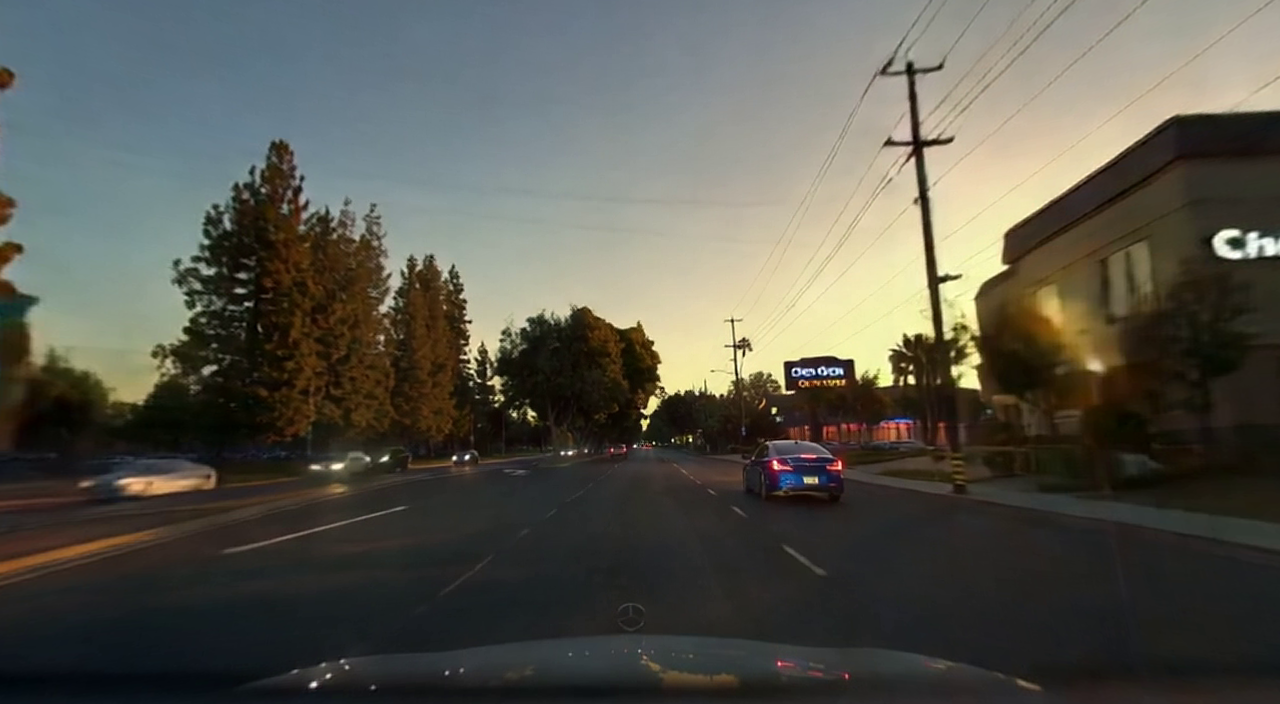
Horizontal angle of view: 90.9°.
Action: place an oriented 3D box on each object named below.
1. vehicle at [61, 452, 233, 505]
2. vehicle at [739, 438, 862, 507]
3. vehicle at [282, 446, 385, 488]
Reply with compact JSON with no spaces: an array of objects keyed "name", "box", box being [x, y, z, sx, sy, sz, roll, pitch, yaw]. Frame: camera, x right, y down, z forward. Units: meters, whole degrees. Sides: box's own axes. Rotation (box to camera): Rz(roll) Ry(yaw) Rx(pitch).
[{"name":"vehicle","box":[-15.823,4.052,20.633,1.917,1.454,4.577,0,-8,0]},{"name":"vehicle","box":[3.855,2.969,16.044,1.977,1.474,4.399,0,-8,0]},{"name":"vehicle","box":[-12.300,4.610,25.673,1.986,1.514,4.300,0,-8,1]}]
